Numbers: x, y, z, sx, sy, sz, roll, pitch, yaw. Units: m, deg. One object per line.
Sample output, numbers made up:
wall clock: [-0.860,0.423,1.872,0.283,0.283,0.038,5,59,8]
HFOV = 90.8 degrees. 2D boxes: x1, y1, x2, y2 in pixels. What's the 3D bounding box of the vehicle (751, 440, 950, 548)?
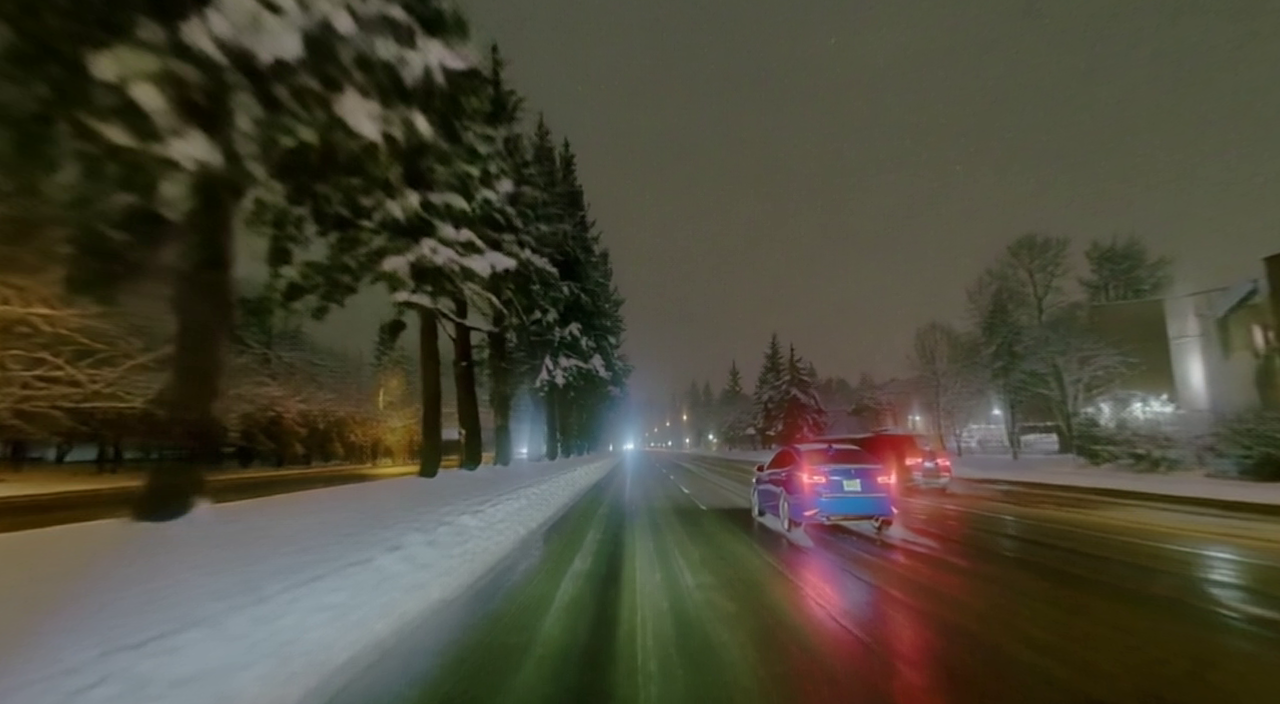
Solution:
vehicle: [3.299,2.314,10.956,1.950,1.473,4.259,0,-9,-1]
